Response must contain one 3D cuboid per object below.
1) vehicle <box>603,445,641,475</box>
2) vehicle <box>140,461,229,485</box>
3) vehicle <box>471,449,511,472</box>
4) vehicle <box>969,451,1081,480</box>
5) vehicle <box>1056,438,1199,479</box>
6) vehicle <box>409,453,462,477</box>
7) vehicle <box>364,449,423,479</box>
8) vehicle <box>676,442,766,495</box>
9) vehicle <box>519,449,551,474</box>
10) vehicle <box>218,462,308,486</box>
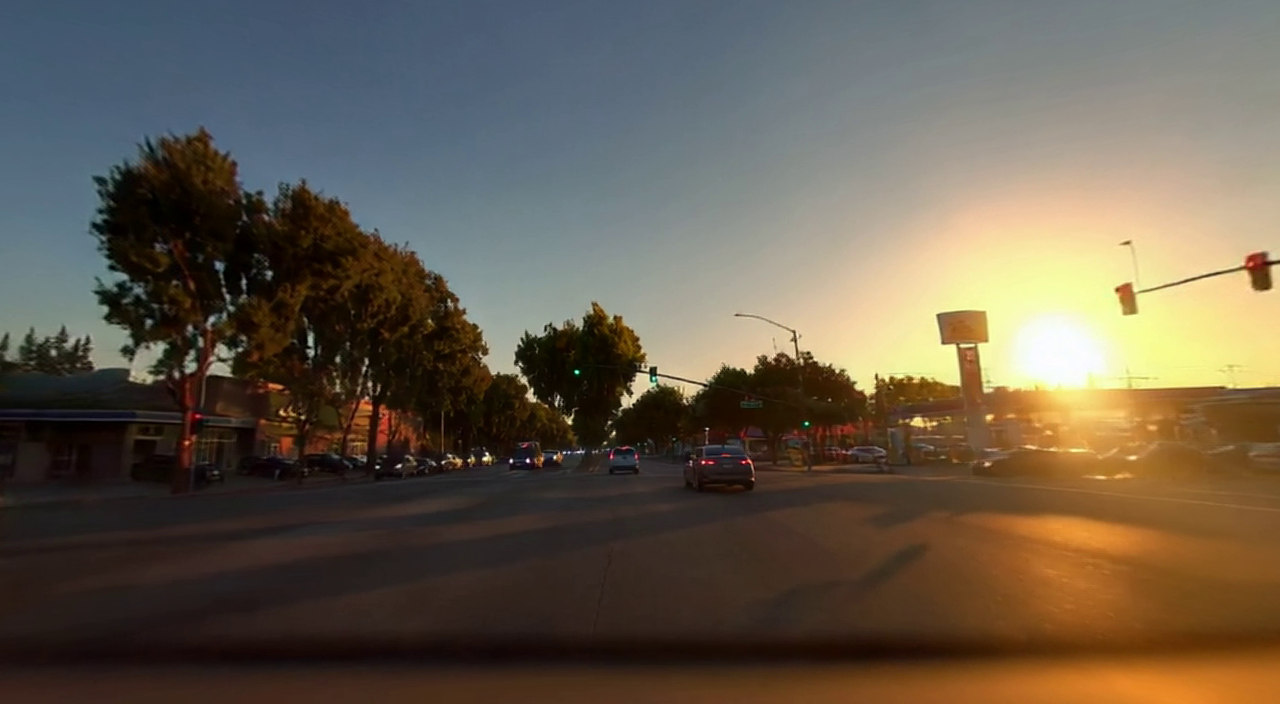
[{"bbox_3d":[-1.091,6.165,36.271,2.029,1.605,3.827,1,-9,-3],"label":"vehicle"},{"bbox_3d":[-30.136,8.024,41.901,4.323,1.445,2.002,1,-9,-2],"label":"vehicle"},{"bbox_3d":[-10.739,7.830,45.745,2.165,1.557,4.515,1,-9,-5],"label":"vehicle"},{"bbox_3d":[20.610,6.083,33.983,4.637,1.443,2.050,0,-8,0],"label":"vehicle"},{"bbox_3d":[22.365,4.899,29.102,4.950,1.760,2.213,1,-9,-8],"label":"vehicle"},{"bbox_3d":[-14.091,7.797,43.859,2.186,1.532,5.087,0,-9,-2],"label":"vehicle"},{"bbox_3d":[-17.347,7.876,44.778,2.191,1.926,5.787,1,-9,-4],"label":"vehicle"},{"bbox_3d":[2.447,3.696,20.378,2.061,1.487,4.462,1,-9,-3],"label":"vehicle"},{"bbox_3d":[-7.048,7.269,42.124,1.972,1.466,4.493,2,-8,-11],"label":"vehicle"},{"bbox_3d":[-23.621,7.628,39.679,4.428,1.416,1.759,0,-9,-1],"label":"vehicle"}]
